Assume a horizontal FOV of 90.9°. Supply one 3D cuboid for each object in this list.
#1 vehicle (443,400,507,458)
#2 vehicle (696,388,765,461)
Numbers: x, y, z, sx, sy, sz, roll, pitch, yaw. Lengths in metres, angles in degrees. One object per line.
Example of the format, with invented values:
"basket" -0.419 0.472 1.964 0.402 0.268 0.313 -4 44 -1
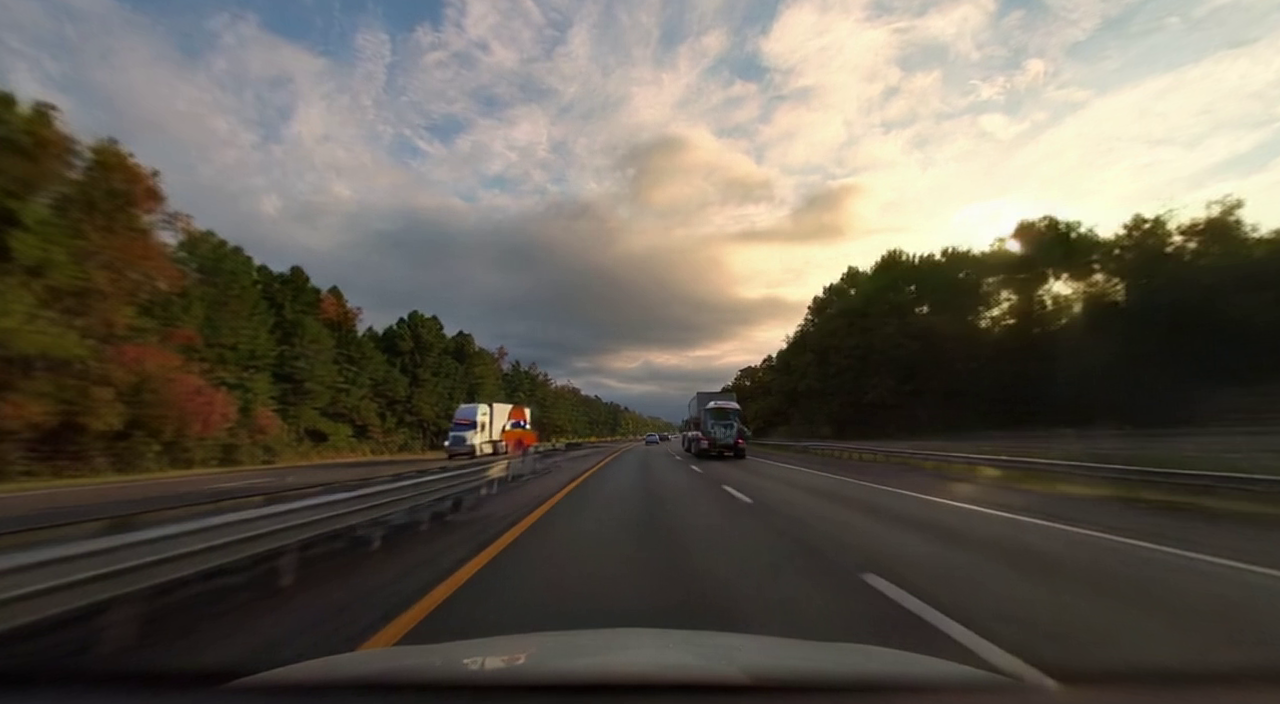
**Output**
"vehicle" -11.887 5.636 45.927 3.013 3.979 5.795 0 -8 1
"vehicle" 4.389 3.681 31.548 2.749 3.357 4.979 0 -8 1
